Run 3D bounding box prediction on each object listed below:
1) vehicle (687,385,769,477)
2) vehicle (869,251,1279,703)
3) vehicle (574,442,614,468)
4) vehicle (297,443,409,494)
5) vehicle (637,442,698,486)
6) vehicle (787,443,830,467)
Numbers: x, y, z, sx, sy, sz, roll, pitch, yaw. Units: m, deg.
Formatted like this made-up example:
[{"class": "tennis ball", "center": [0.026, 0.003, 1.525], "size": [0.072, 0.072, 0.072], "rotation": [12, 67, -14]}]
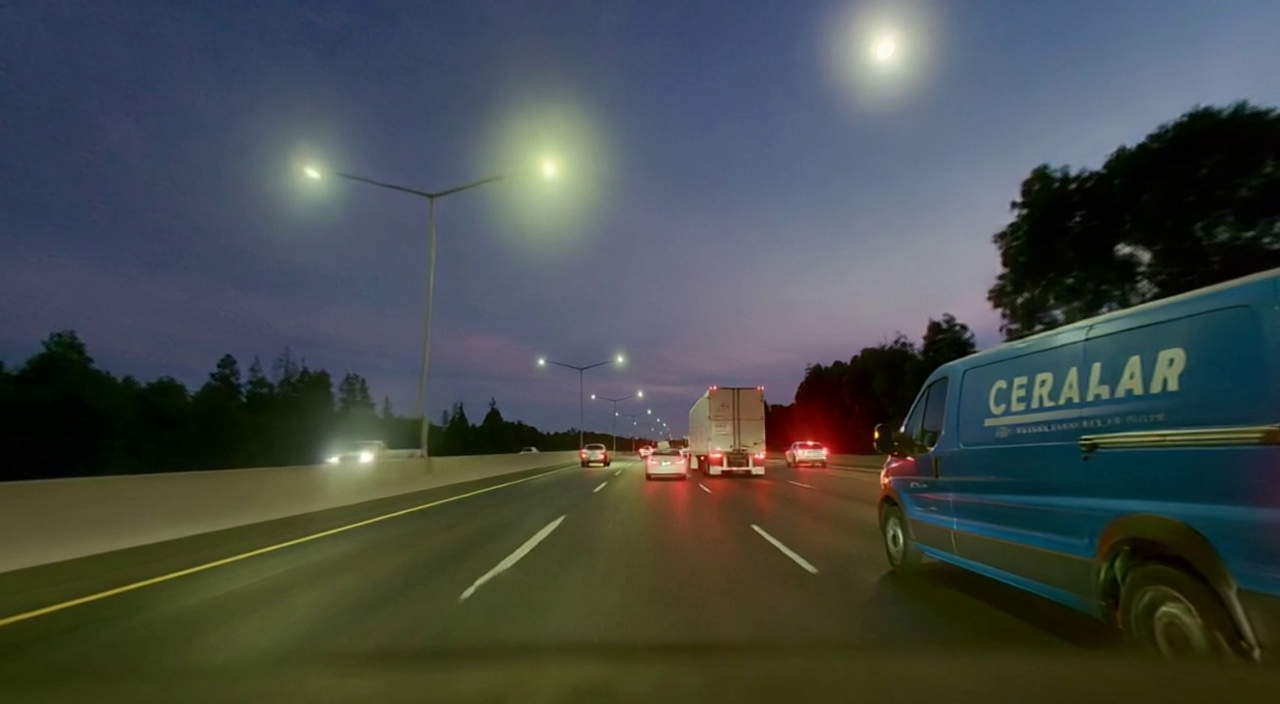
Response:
[{"class": "vehicle", "center": [4.373, 4.442, 34.337], "size": [2.821, 4.077, 12.562], "rotation": [0, -9, 1]}, {"class": "vehicle", "center": [3.628, 0.848, 3.725], "size": [2.441, 2.017, 5.739], "rotation": [0, -9, 1]}, {"class": "vehicle", "center": [-2.904, 6.687, 41.050], "size": [2.182, 1.601, 4.364], "rotation": [0, -9, 1]}, {"class": "vehicle", "center": [-12.012, 4.889, 26.954], "size": [2.166, 1.890, 5.403], "rotation": [0, -9, 1]}, {"class": "vehicle", "center": [0.917, 4.168, 23.735], "size": [2.063, 1.469, 4.208], "rotation": [0, -9, 0]}, {"class": "vehicle", "center": [11.206, 6.863, 42.268], "size": [1.870, 1.525, 3.680], "rotation": [0, -9, 0]}]
